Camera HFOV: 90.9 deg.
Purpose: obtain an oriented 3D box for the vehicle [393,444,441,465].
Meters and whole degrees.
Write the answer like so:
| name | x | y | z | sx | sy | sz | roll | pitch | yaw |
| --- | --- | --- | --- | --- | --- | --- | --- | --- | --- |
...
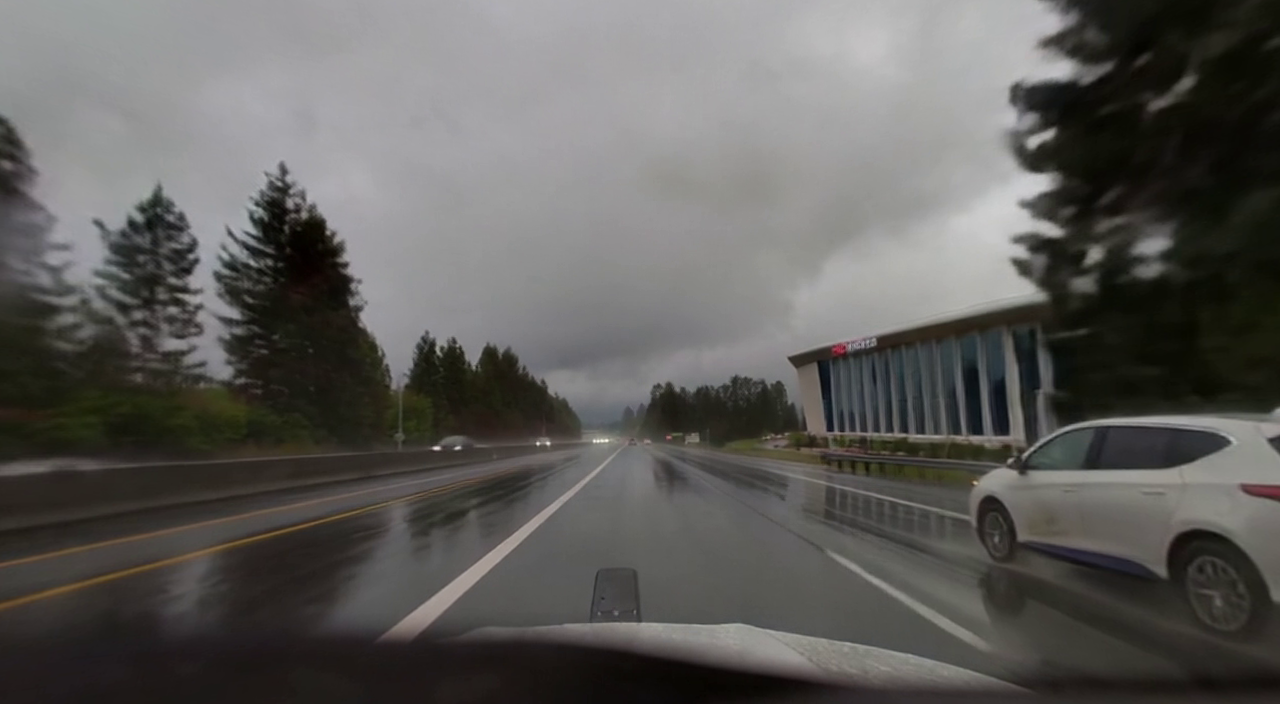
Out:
| name | x | y | z | sx | sy | sz | roll | pitch | yaw |
| --- | --- | --- | --- | --- | --- | --- | --- | --- | --- |
| vehicle | -16.597 | 7.618 | 47.096 | 2.045 | 1.448 | 4.278 | 0 | -8 | 0 |

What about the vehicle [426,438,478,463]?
| name | x | y | z | sx | sy | sz | roll | pitch | yaw |
| --- | --- | --- | --- | --- | --- | --- | --- | --- | --- |
| vehicle | -12.196 | 6.387 | 41.186 | 1.998 | 1.519 | 4.537 | 0 | -8 | 0 |

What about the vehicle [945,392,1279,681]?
| name | x | y | z | sx | sy | sz | roll | pitch | yaw |
| --- | --- | --- | --- | --- | --- | --- | --- | --- | --- |
| vehicle | 4.577 | 1.206 | 4.814 | 2.095 | 1.587 | 4.638 | 0 | -8 | -1 |
